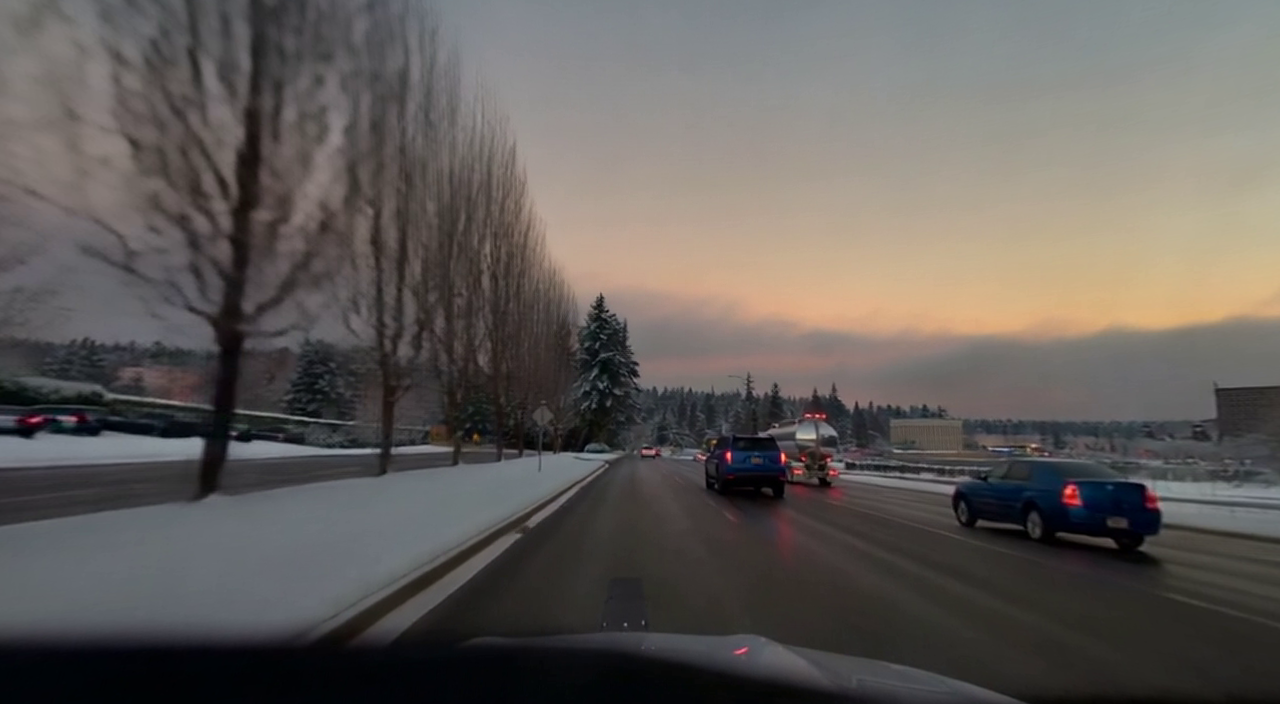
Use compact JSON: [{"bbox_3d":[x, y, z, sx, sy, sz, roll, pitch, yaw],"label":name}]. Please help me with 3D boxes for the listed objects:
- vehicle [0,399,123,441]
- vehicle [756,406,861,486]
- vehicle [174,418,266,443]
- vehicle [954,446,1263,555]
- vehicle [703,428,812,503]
[{"bbox_3d":[-29.098,3.418,31.564,4.573,1.751,2.109,3,-7,5],"label":"vehicle"},{"bbox_3d":[7.445,4.287,28.836,2.849,3.207,6.275,1,-9,-2],"label":"vehicle"},{"bbox_3d":[-28.189,5.307,42.392,4.723,1.592,1.994,0,-9,0],"label":"vehicle"},{"bbox_3d":[7.563,2.382,10.893,1.966,1.476,4.270,1,-9,-2],"label":"vehicle"},{"bbox_3d":[2.978,3.010,17.092,2.045,1.729,4.532,0,-9,-1],"label":"vehicle"}]
